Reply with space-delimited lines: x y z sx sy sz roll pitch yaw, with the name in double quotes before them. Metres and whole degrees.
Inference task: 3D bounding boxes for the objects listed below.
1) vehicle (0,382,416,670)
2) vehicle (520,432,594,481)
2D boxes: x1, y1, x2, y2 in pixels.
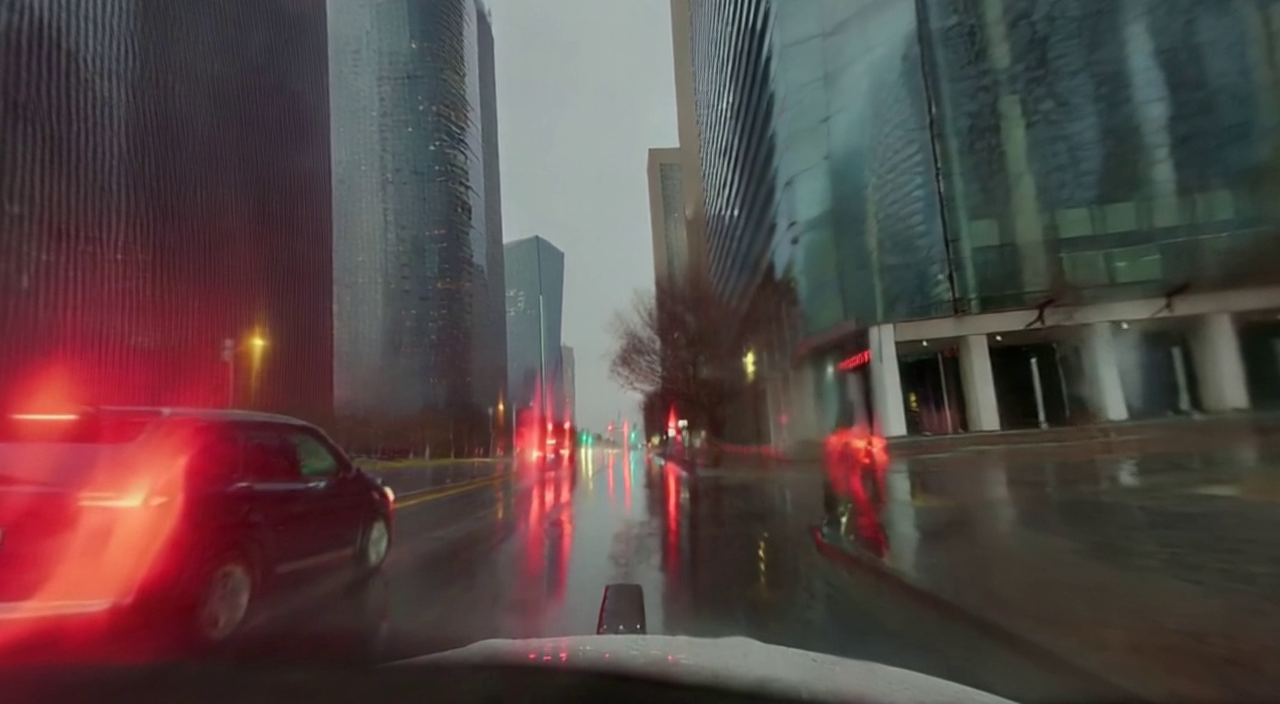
"vehicle" -4.181 1.401 6.210 2.169 1.741 4.588 0 -9 1
"vehicle" -3.408 4.439 26.967 2.384 1.849 5.009 0 -9 1
